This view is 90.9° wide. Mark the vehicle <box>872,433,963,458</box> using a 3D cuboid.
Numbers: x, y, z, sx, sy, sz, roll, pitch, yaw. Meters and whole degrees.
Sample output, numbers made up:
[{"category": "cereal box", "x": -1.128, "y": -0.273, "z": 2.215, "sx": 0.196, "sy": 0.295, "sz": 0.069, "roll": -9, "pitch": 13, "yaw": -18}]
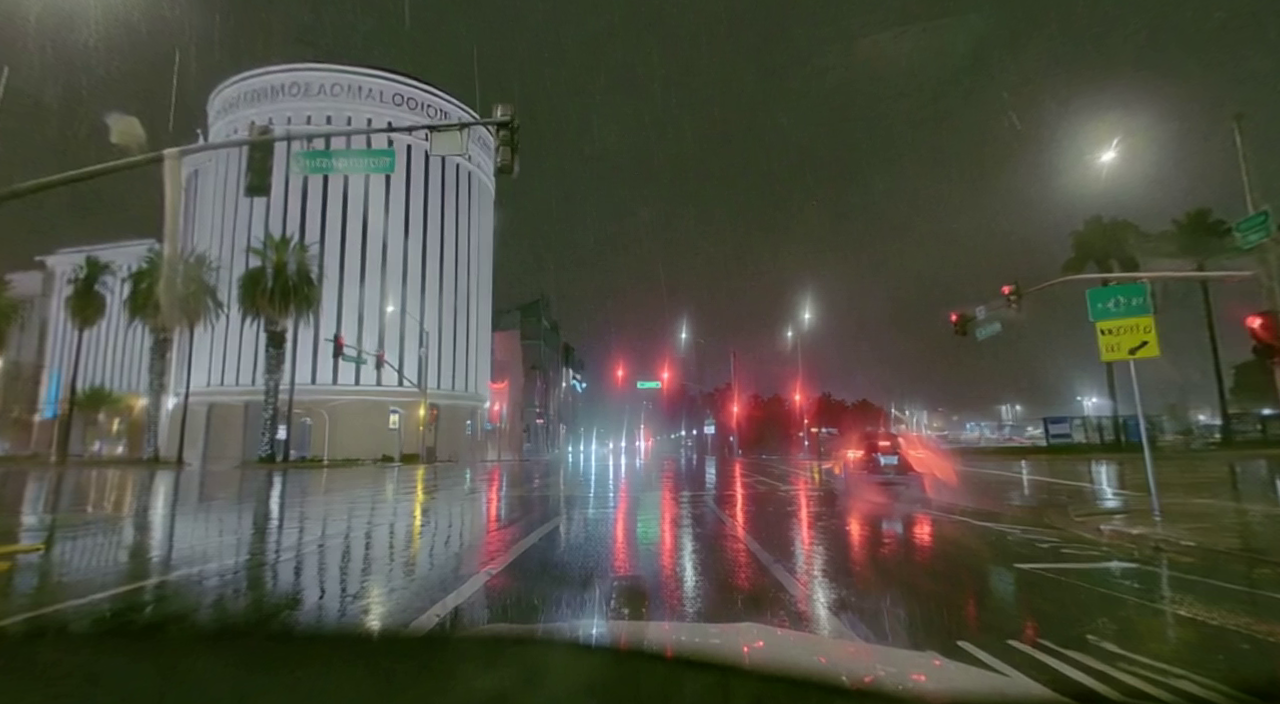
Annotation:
[{"category": "vehicle", "x": 16.903, "y": 5.733, "z": 38.504, "sx": 4.684, "sy": 1.461, "sz": 1.777, "roll": 0, "pitch": -8, "yaw": -1}]

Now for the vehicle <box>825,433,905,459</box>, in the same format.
[{"category": "vehicle", "x": 15.022, "y": 6.282, "z": 42.250, "sx": 4.648, "sy": 1.665, "sz": 1.910, "roll": 0, "pitch": -8, "yaw": -1}]

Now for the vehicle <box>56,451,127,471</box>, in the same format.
[{"category": "vehicle", "x": -41.728, "y": 8.305, "z": 48.010, "sx": 3.698, "sy": 1.467, "sz": 1.779, "roll": 0, "pitch": -8, "yaw": -1}]

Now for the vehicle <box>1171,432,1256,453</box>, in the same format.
[{"category": "vehicle", "x": 42.100, "y": 6.634, "z": 46.305, "sx": 4.437, "sy": 1.469, "sz": 1.811, "roll": 0, "pitch": -8, "yaw": 0}]

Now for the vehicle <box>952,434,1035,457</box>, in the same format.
[{"category": "vehicle", "x": 23.524, "y": 6.208, "z": 42.008, "sx": 4.423, "sy": 1.465, "sz": 1.798, "roll": 0, "pitch": -8, "yaw": 0}]

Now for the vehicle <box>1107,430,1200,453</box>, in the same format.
[{"category": "vehicle", "x": 33.818, "y": 5.933, "z": 41.579, "sx": 4.567, "sy": 1.458, "sz": 1.791, "roll": 0, "pitch": -8, "yaw": 0}]

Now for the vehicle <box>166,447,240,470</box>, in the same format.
[{"category": "vehicle", "x": -33.239, "y": 8.104, "z": 48.004, "sx": 4.136, "sy": 1.661, "sz": 1.857, "roll": 0, "pitch": -8, "yaw": 0}]

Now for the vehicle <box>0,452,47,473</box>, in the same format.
[{"category": "vehicle", "x": -48.060, "y": 8.416, "z": 48.135, "sx": 3.786, "sy": 1.555, "sz": 1.702, "roll": 0, "pitch": -8, "yaw": 2}]
